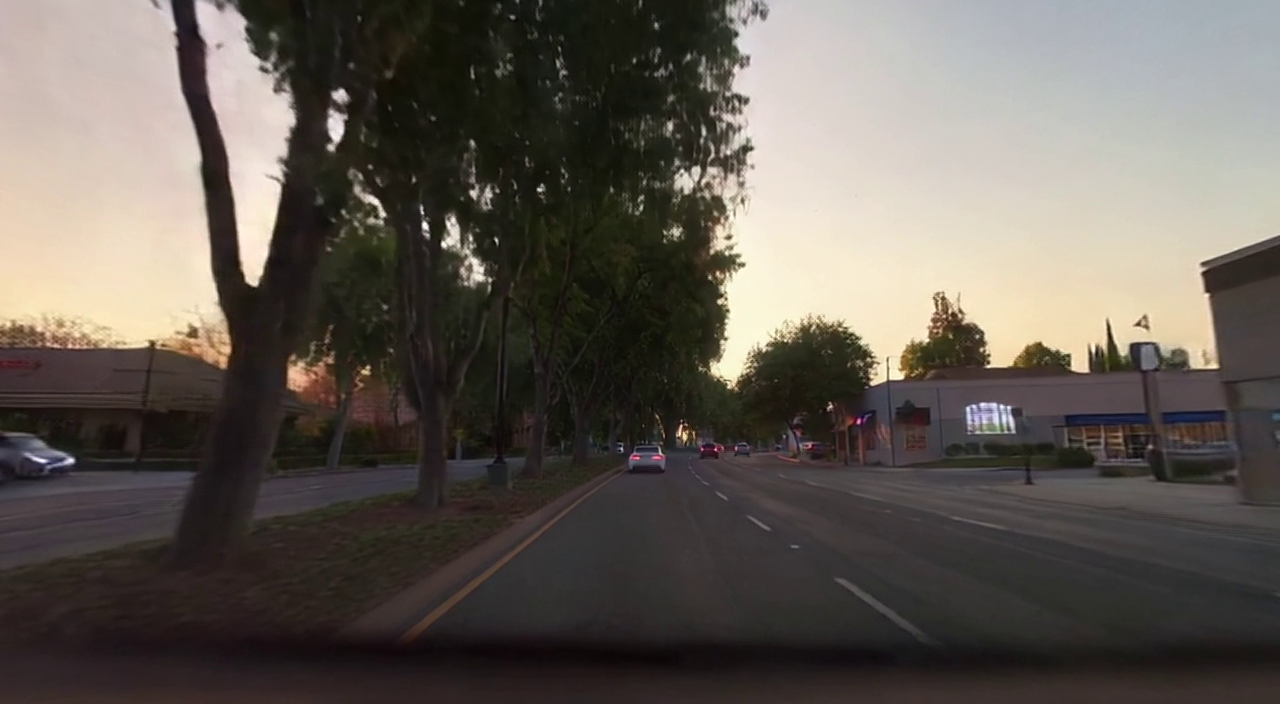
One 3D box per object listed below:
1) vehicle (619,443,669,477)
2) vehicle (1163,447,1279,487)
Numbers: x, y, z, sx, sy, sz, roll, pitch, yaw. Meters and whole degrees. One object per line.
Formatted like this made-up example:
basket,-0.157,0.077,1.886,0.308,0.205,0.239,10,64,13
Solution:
vehicle,0.267,4.890,28.916,2.095,1.456,3.873,-1,-8,3
vehicle,21.274,4.053,22.338,4.016,1.329,1.702,0,-10,-3
